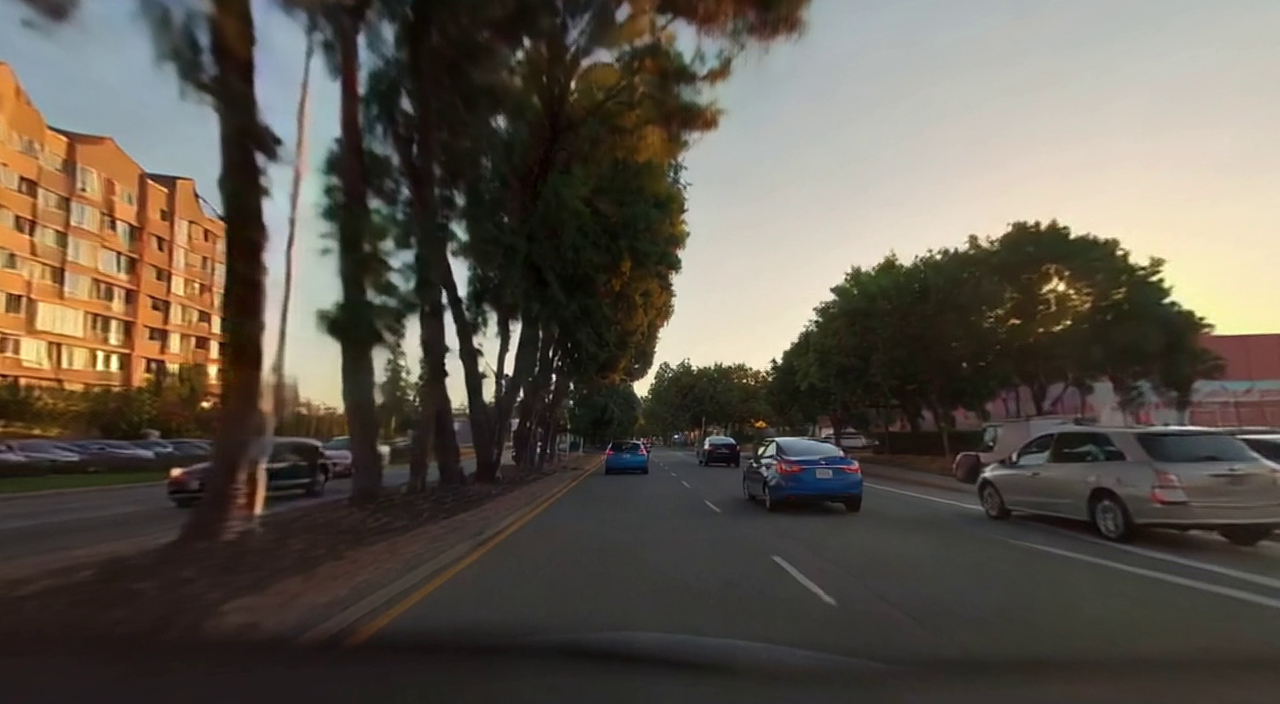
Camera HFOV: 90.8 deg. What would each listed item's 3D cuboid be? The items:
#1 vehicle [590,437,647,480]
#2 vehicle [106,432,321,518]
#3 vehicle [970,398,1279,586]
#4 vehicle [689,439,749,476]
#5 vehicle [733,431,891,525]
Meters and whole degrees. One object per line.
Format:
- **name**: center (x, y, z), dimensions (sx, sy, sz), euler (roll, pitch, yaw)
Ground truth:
- **vehicle**: center (-0.763, 4.041, 24.156), dimensions (1.994, 1.479, 3.647), euler (0, -9, 0)
- **vehicle**: center (-9.197, 2.658, 14.190), dimensions (1.953, 1.612, 4.204), euler (0, -9, -2)
- **vehicle**: center (7.144, 1.729, 8.681), dimensions (2.224, 1.772, 5.325), euler (0, -9, -1)
- **vehicle**: center (3.285, 4.484, 27.065), dimensions (1.908, 1.453, 4.230), euler (0, -9, -1)
- **vehicle**: center (3.072, 2.323, 12.187), dimensions (1.852, 1.498, 3.825), euler (0, -9, -2)
